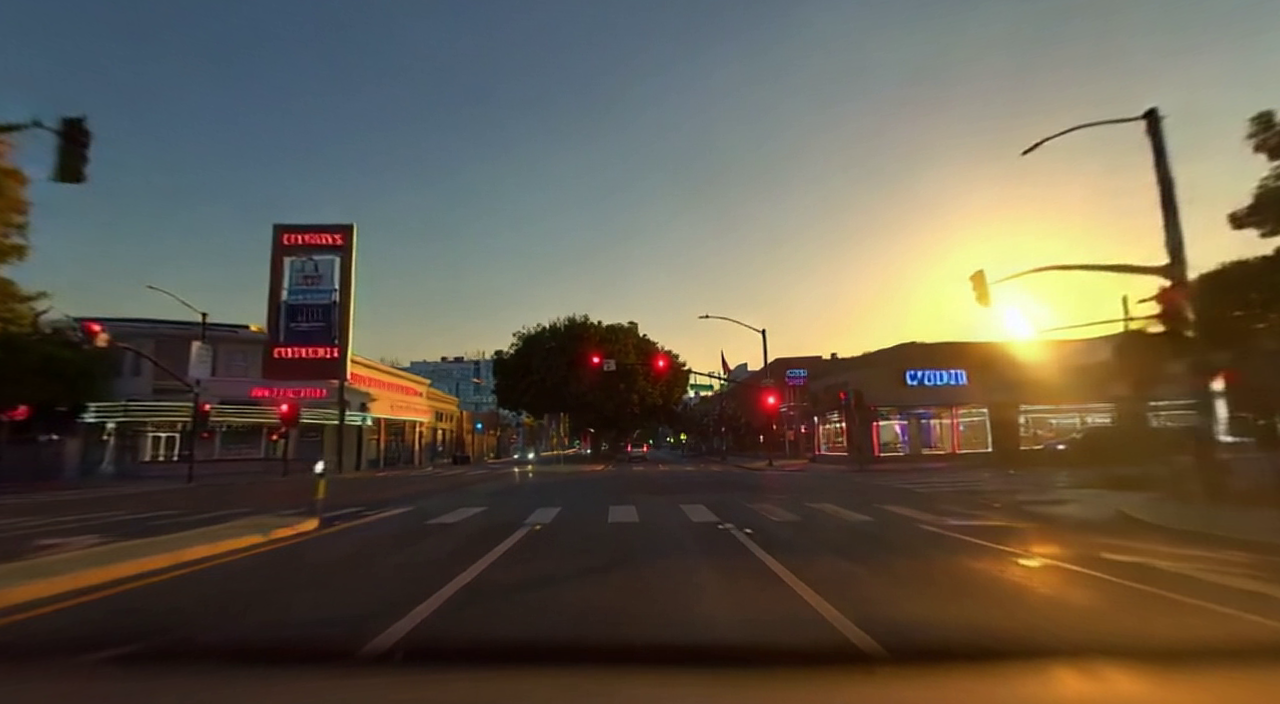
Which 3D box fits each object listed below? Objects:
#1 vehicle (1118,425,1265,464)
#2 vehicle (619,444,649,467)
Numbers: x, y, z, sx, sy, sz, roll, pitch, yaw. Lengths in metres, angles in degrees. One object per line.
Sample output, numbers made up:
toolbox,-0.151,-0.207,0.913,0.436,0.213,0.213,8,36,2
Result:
vehicle,26.427,4.444,30.417,4.922,1.746,2.341,0,-9,-3
vehicle,-0.465,7.420,45.469,2.045,1.510,3.690,0,-9,-1
